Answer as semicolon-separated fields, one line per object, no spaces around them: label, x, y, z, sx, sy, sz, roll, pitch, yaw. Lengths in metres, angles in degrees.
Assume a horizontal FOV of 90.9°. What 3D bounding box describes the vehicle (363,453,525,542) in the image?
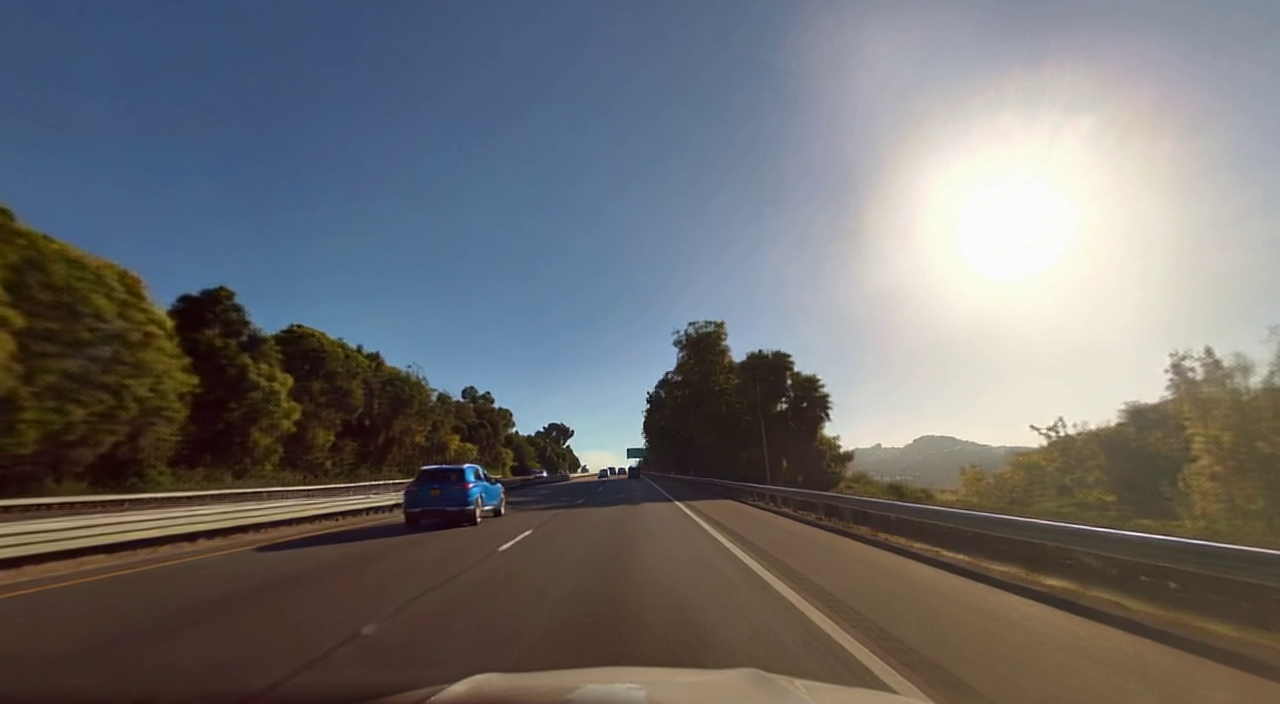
vehicle;-3.836;2.953;13.216;2.017;1.516;4.041;1;-11;1
